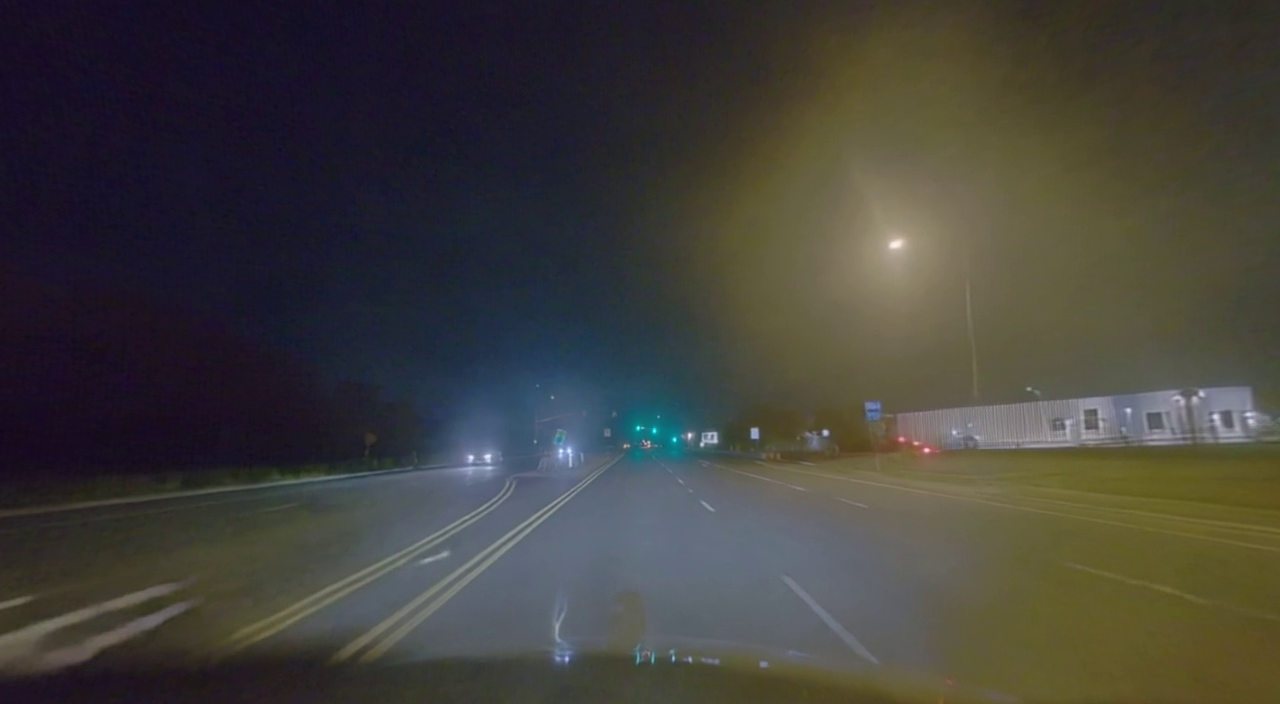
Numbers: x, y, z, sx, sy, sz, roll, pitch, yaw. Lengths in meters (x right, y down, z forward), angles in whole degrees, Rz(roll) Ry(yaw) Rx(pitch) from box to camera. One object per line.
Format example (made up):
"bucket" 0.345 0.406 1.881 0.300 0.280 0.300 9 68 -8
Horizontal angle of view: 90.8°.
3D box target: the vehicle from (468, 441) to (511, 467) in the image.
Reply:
"vehicle" -10.675 7.262 45.115 1.923 1.702 4.387 0 -8 1
